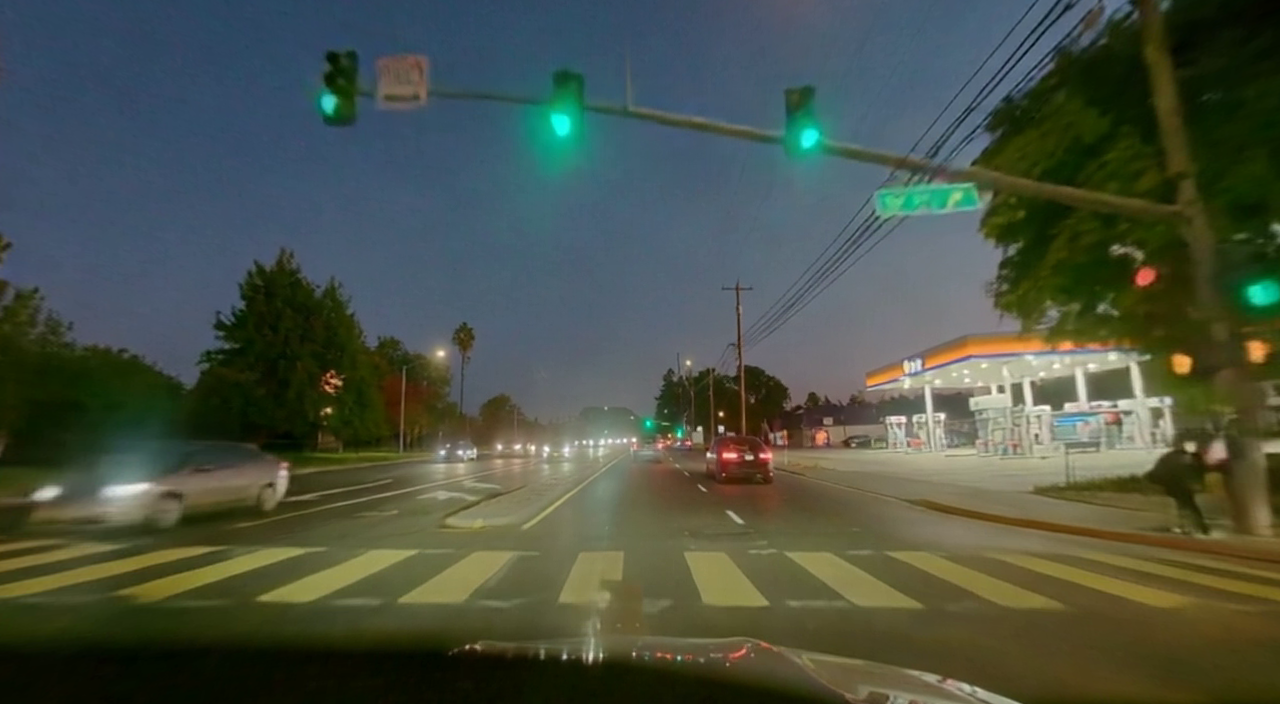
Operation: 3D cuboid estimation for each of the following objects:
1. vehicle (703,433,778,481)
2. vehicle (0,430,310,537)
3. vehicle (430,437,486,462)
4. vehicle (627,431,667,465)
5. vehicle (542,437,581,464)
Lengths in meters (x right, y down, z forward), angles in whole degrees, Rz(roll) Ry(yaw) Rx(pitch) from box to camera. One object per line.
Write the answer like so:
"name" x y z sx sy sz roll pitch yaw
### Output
"vehicle" 3.604 3.854 23.402 1.990 1.592 4.294 0 -8 -1
"vehicle" -8.305 2.245 11.480 2.109 1.525 4.562 -1 -8 1
"vehicle" -12.097 6.517 42.265 2.264 1.515 4.718 -1 -8 1
"vehicle" 0.395 5.568 36.779 2.163 1.825 4.073 0 -8 1
"vehicle" -4.664 5.912 37.980 1.816 1.484 3.629 -1 -8 1
